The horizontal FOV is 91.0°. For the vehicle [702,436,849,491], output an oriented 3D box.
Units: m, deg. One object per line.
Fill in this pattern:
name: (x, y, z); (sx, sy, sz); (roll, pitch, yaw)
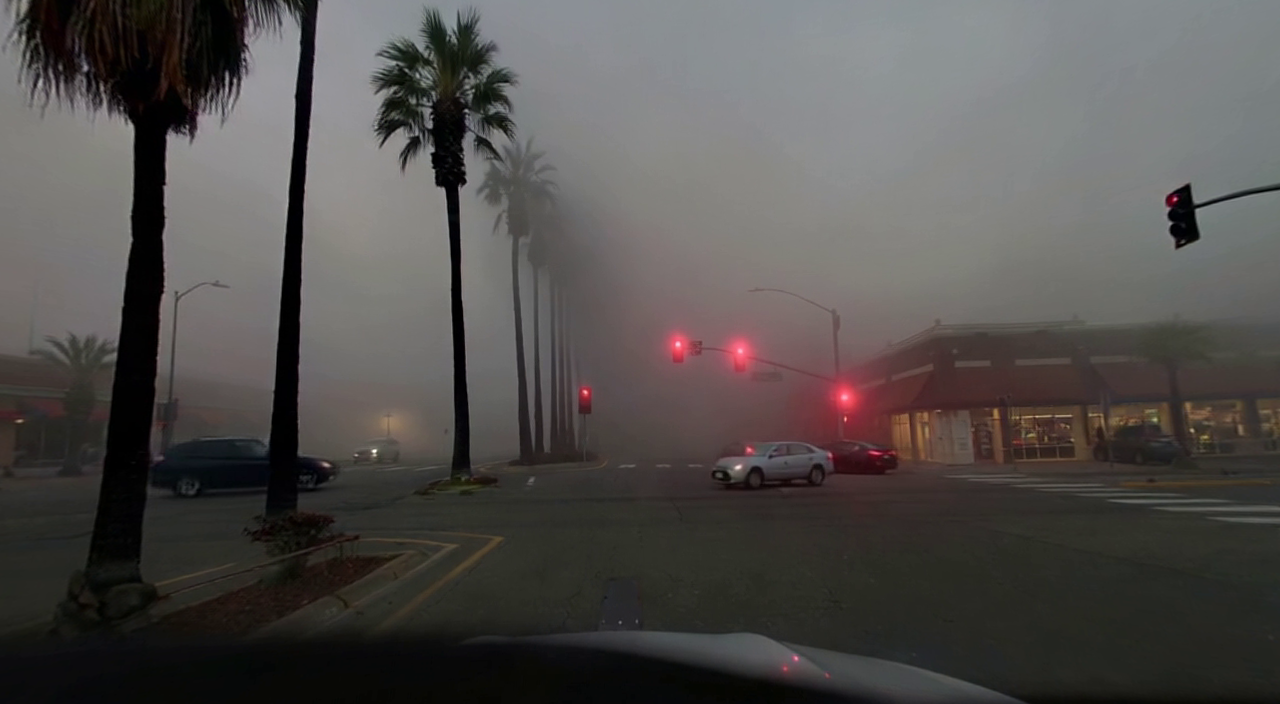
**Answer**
vehicle: (4.136, 3.361, 19.268); (4.035, 1.512, 1.828); (4, -9, -22)

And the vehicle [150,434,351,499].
vehicle: (-10.936, 3.237, 18.153); (4.603, 1.653, 1.999); (4, -9, -25)

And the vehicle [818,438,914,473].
vehicle: (10.850, 4.973, 30.364); (3.826, 1.572, 1.890); (-8, -11, 42)
